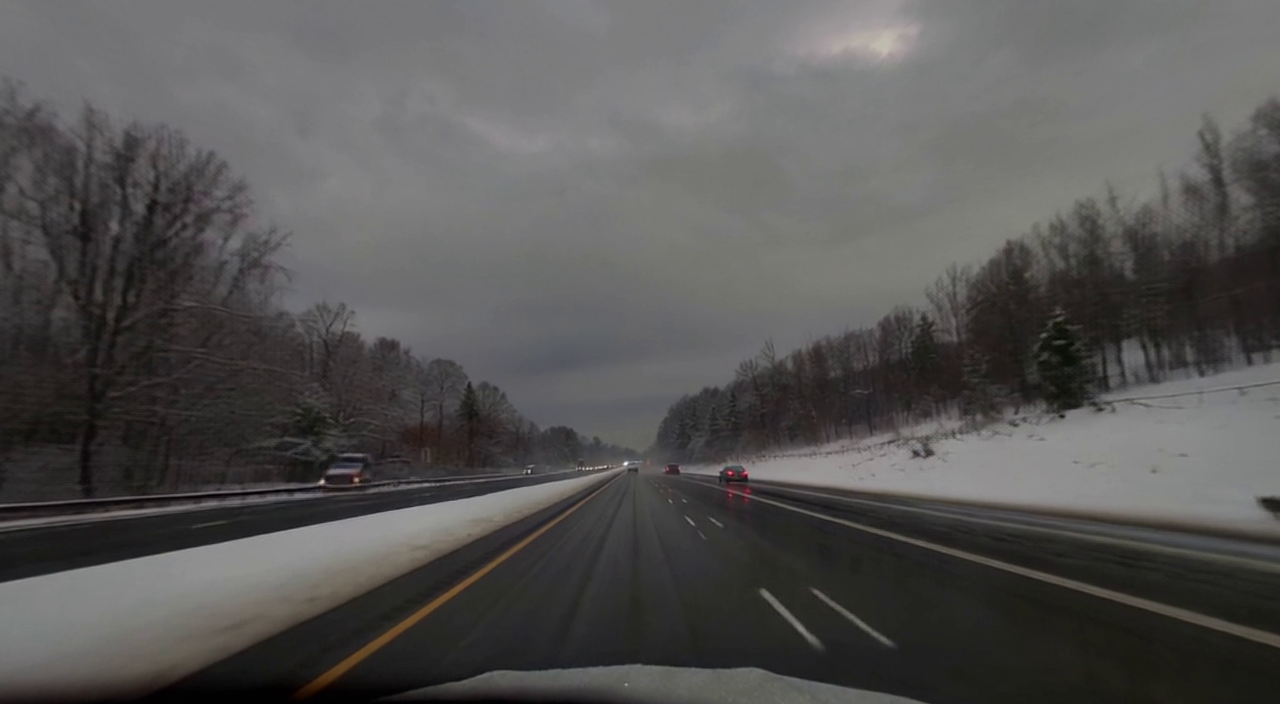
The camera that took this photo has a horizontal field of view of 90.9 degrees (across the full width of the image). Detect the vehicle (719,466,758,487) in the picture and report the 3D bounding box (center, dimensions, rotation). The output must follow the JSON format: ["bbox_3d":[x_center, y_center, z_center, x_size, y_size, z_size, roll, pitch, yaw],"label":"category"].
[{"bbox_3d":[7.218,9.190,46.628,2.024,1.476,4.352,1,-10,-2],"label":"vehicle"}]

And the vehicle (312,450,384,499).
[{"bbox_3d":[-21.043,8.878,45.877,2.775,3.214,6.920,2,-11,-9],"label":"vehicle"}]
